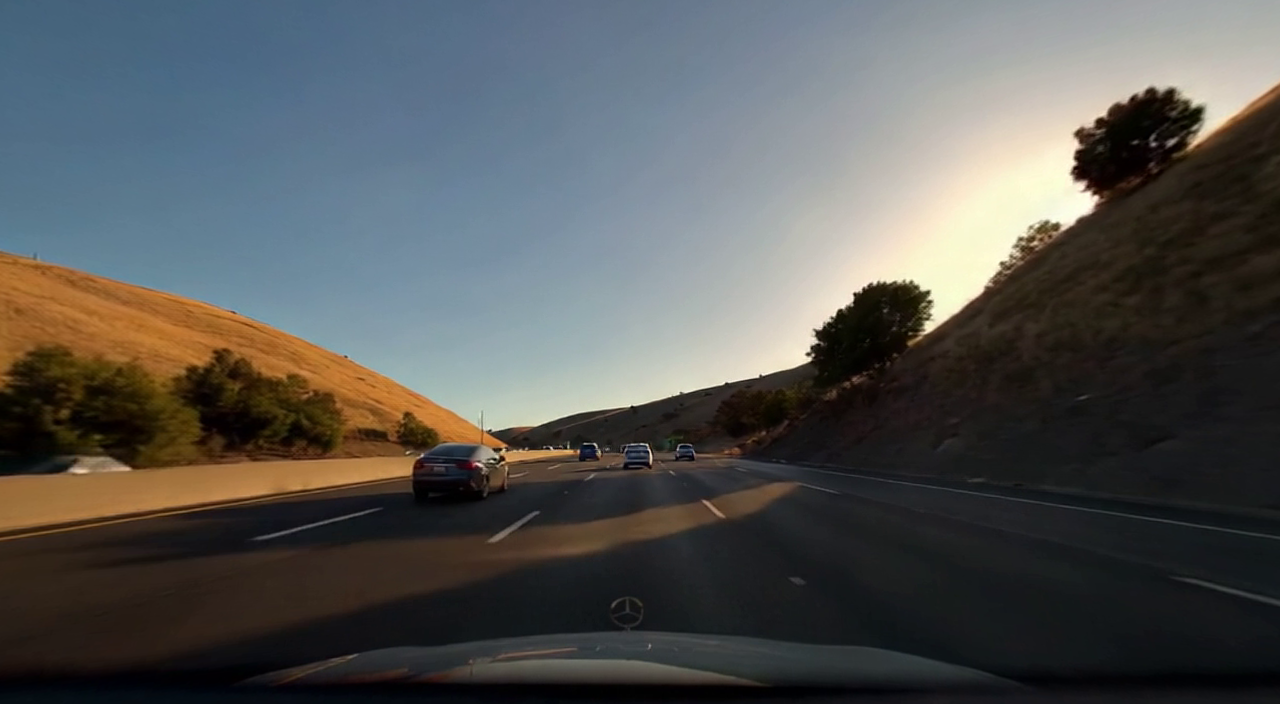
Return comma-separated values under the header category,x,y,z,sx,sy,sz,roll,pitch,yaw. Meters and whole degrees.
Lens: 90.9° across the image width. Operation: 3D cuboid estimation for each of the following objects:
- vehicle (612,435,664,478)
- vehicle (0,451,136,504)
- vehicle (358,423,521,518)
category,x,y,z,sx,sy,sz,roll,pitch,yaw
vehicle,-0.067,4.487,27.381,2.086,1.685,4.206,0,-8,0
vehicle,-19.560,4.063,20.844,1.877,1.477,4.767,0,-8,0
vehicle,-4.030,2.450,13.531,2.076,1.690,4.113,0,-8,1
